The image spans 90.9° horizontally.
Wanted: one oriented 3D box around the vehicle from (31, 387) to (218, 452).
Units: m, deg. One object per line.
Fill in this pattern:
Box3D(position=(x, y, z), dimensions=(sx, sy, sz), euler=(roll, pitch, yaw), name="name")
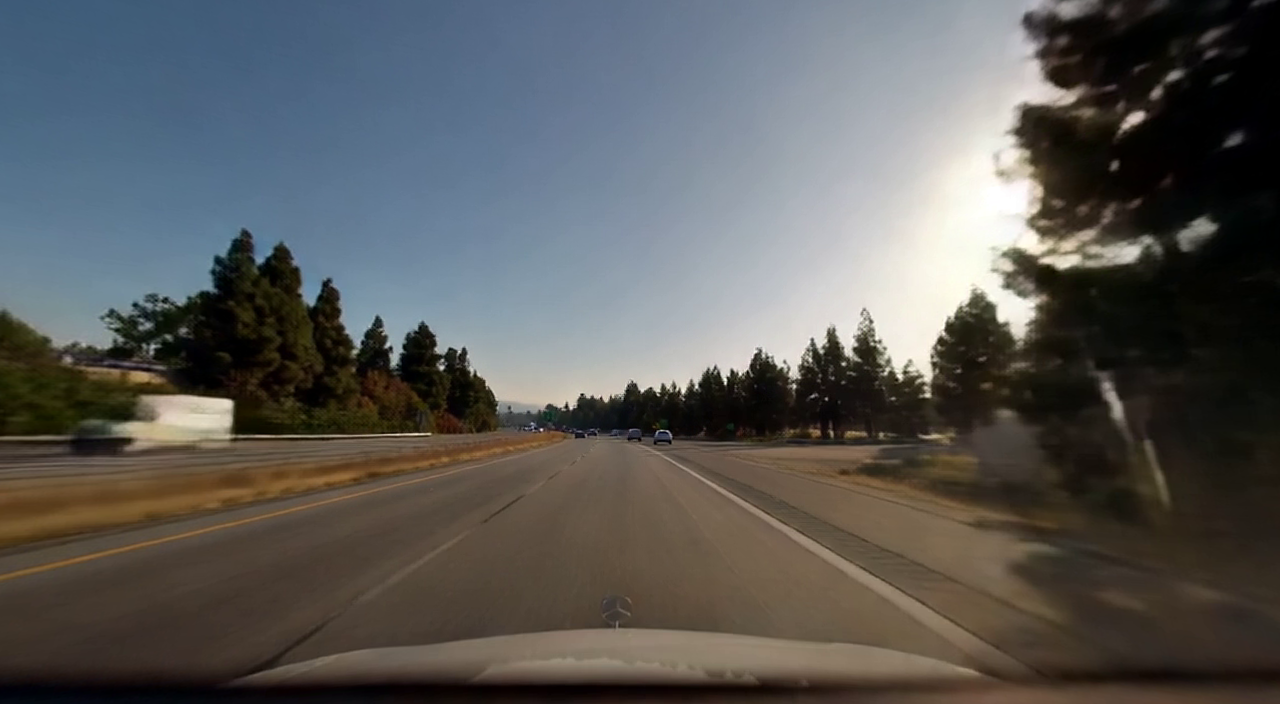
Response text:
Box3D(position=(-17.224, 2.367, 21.502), dimensions=(2.351, 1.938, 4.858), euler=(0, -8, -2), name="vehicle")
